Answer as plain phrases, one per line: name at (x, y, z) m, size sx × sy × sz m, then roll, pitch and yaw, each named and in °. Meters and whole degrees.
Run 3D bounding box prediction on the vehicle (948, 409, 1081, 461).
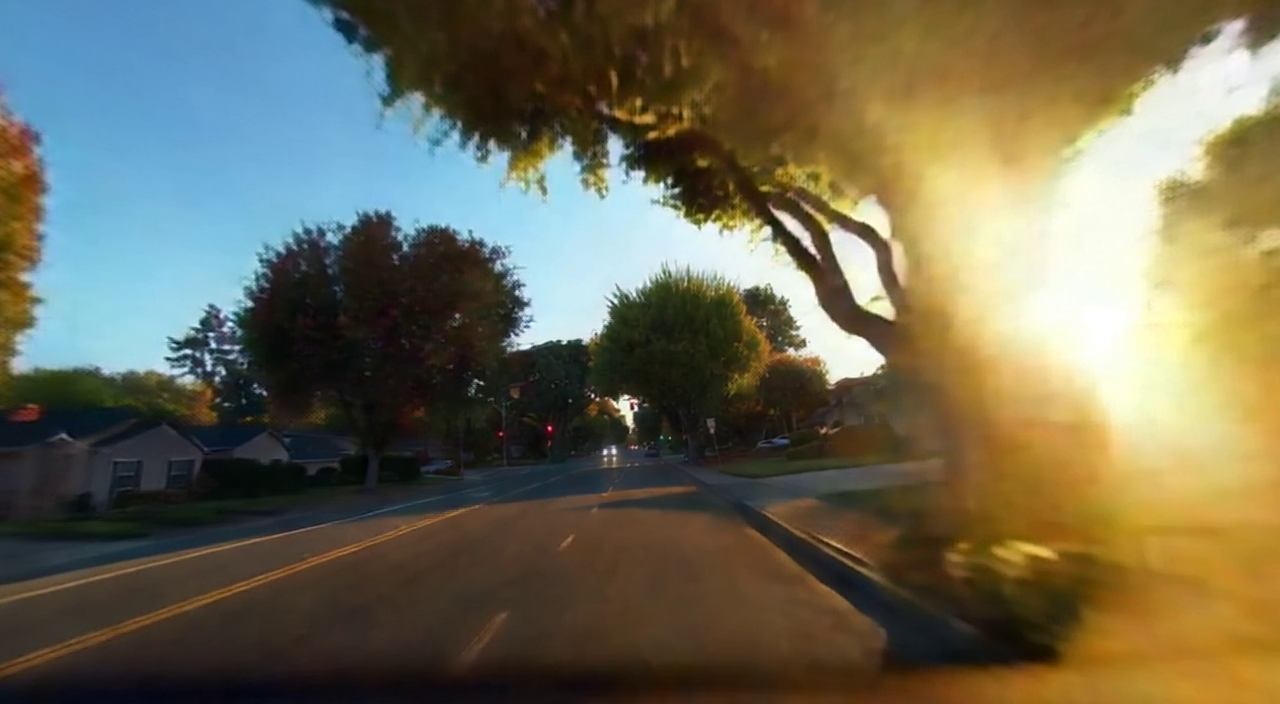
vehicle at (14.417, 3.215, 24.314) m, size 3.917 × 1.454 × 1.725 m, roll -7°, pitch -8°, yaw 0°
